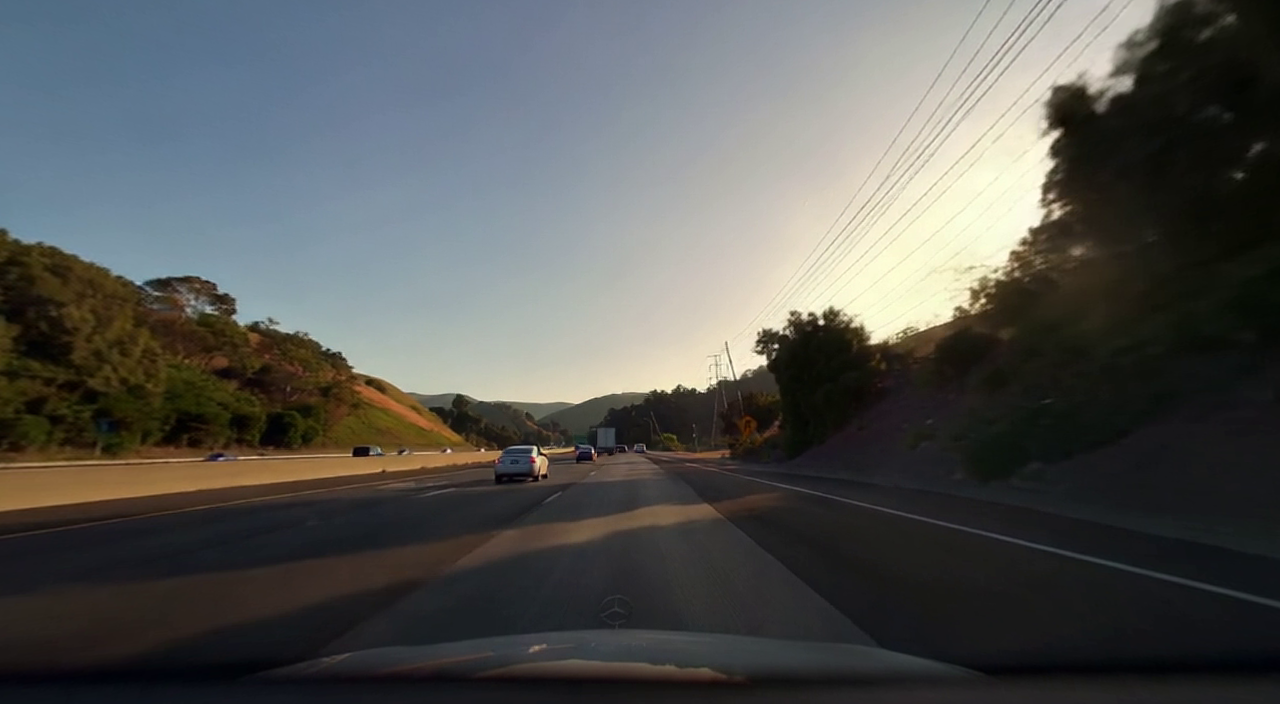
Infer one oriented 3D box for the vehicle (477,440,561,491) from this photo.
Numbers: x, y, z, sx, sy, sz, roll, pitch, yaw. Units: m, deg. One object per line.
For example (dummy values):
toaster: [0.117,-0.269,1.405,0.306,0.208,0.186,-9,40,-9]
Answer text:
vehicle: [-3.978,3.816,21.560,1.963,1.533,4.477,0,-9,0]
